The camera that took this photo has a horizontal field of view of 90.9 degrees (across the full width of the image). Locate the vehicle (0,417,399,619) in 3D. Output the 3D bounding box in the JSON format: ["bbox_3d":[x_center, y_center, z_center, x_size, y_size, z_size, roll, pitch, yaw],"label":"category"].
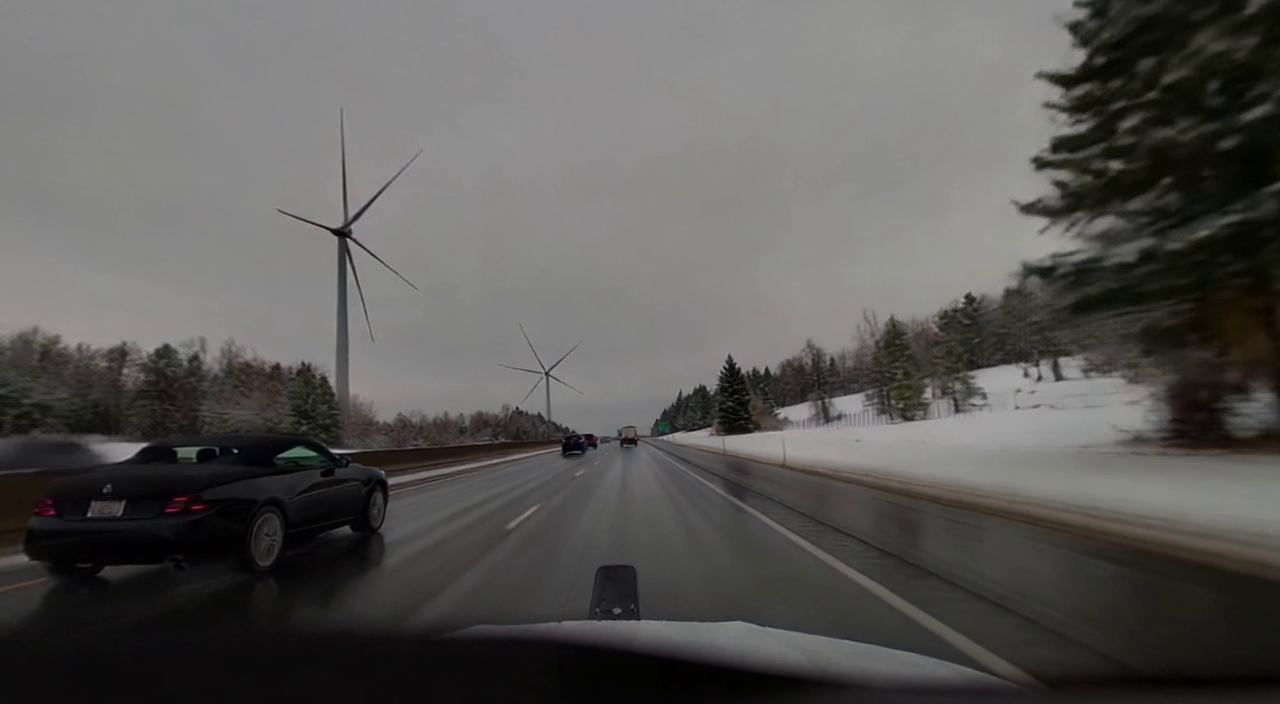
[{"bbox_3d":[-4.304,1.458,6.603,1.969,1.413,4.194,0,-8,-1],"label":"vehicle"}]

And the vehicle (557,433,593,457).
[{"bbox_3d":[-4.157,5.996,40.723,2.024,1.456,3.754,0,-8,-1],"label":"vehicle"}]
